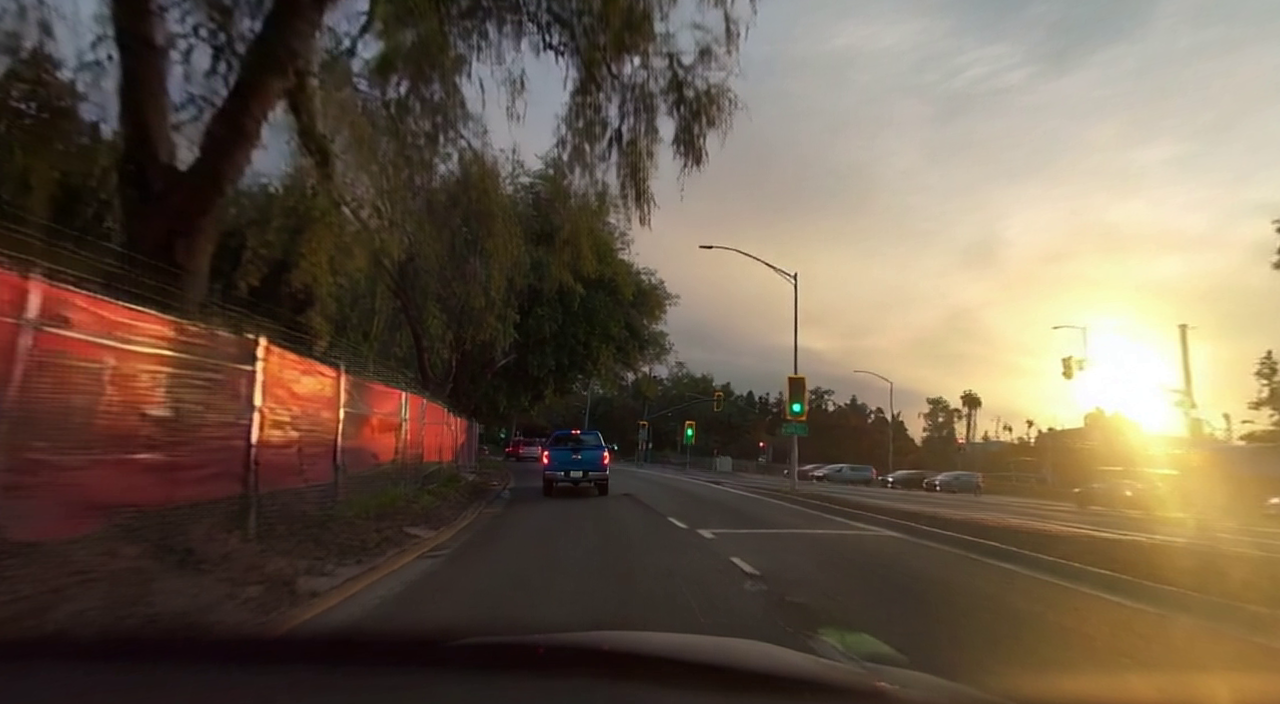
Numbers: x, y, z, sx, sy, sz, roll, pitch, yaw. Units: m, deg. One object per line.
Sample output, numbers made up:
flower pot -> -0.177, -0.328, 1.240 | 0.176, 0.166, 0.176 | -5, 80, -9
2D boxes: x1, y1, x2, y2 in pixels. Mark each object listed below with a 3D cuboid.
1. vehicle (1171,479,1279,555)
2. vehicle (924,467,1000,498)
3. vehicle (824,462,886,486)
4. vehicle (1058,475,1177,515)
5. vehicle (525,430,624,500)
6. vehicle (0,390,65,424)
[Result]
vehicle -> 14.910, 3.711, 14.033 | 1.838, 1.494, 4.553 | 1, -9, -8
vehicle -> 20.484, 8.283, 40.356 | 1.841, 1.673, 4.470 | 1, -9, -11
vehicle -> 15.255, 8.675, 45.012 | 1.884, 1.622, 4.485 | 3, -10, -16
vehicle -> 22.510, 6.727, 29.967 | 1.805, 1.494, 4.362 | 1, -9, -10
vehicle -> -1.885, 3.202, 18.308 | 2.436, 1.698, 5.322 | 1, -9, -6
vehicle -> -35.482, 3.296, 36.882 | 1.907, 1.637, 5.187 | 8, -12, -34
